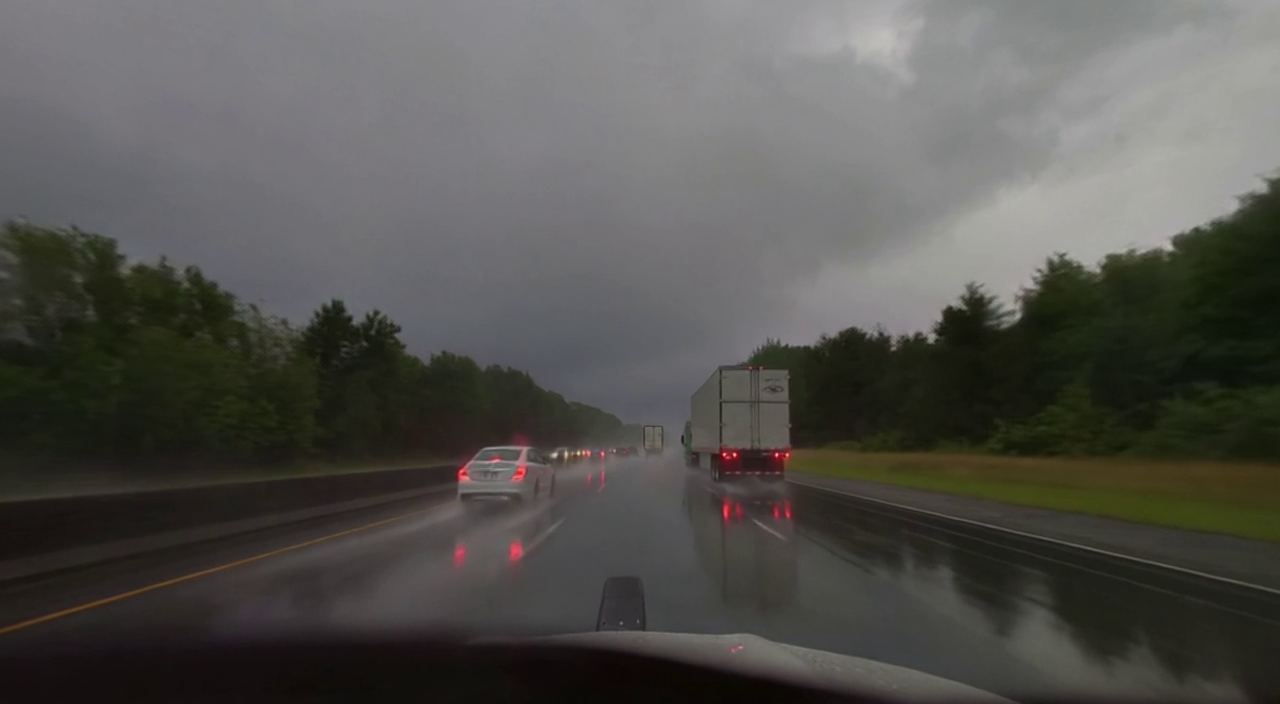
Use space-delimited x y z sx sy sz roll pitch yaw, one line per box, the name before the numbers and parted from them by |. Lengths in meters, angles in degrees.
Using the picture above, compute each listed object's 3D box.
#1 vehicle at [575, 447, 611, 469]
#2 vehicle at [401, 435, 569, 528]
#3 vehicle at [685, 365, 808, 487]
vehicle | -3.263 7.457 44.480 2.121 1.445 4.651 0 -9 1
vehicle | -2.863 2.548 13.045 2.104 1.526 4.940 0 -9 2
vehicle | 4.087 3.597 28.433 2.974 4.083 14.389 0 -9 0
